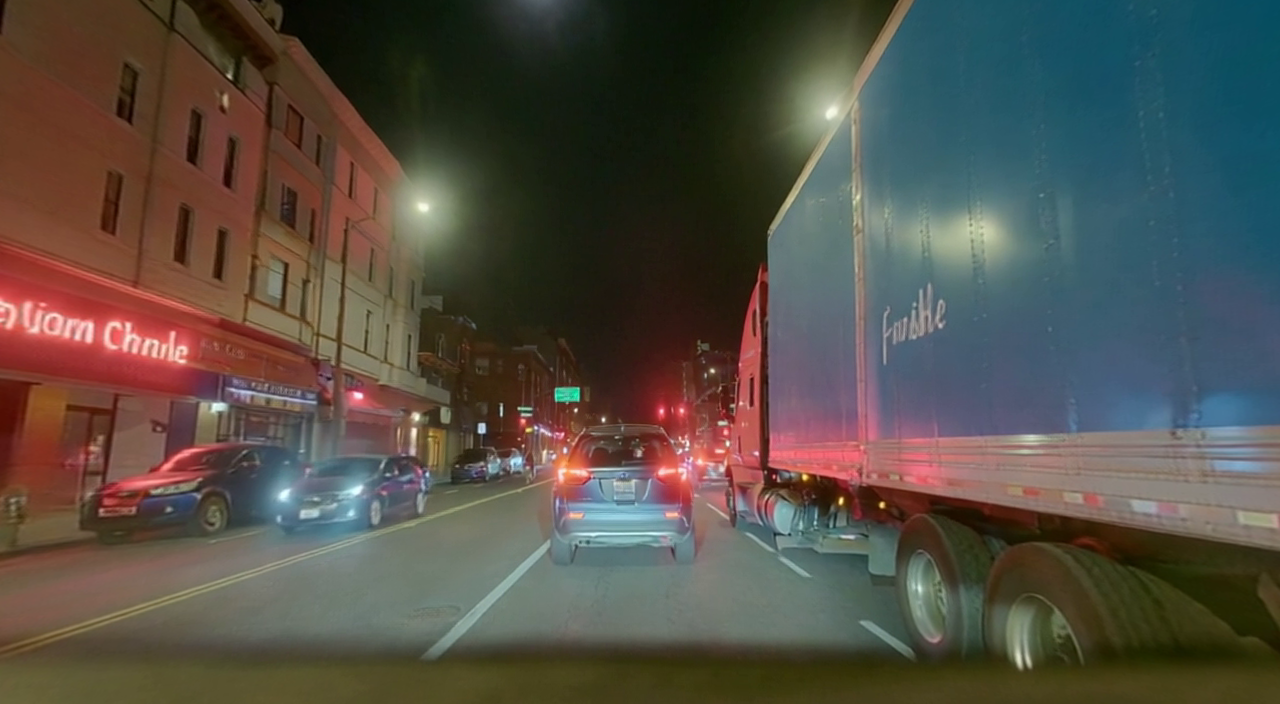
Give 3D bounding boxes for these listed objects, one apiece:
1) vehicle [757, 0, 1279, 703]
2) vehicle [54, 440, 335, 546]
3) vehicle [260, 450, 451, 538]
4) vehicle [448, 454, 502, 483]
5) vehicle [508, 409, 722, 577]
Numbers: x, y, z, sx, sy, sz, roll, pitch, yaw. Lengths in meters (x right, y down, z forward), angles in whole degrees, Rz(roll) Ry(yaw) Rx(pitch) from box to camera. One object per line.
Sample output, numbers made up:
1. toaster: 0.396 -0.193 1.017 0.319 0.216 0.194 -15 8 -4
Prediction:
1. vehicle: 2.917 0.004 2.672 2.913 3.771 9.716 0 -9 0
2. vehicle: -8.835 2.791 13.364 2.065 1.758 5.144 -1 -9 2
3. vehicle: -5.635 2.815 13.267 1.997 1.467 4.373 -1 -9 0
4. vehicle: -8.715 6.187 33.719 1.805 1.379 4.359 0 -9 -1
5. vehicle: -0.255 1.861 9.130 2.283 1.783 4.548 0 -9 0
